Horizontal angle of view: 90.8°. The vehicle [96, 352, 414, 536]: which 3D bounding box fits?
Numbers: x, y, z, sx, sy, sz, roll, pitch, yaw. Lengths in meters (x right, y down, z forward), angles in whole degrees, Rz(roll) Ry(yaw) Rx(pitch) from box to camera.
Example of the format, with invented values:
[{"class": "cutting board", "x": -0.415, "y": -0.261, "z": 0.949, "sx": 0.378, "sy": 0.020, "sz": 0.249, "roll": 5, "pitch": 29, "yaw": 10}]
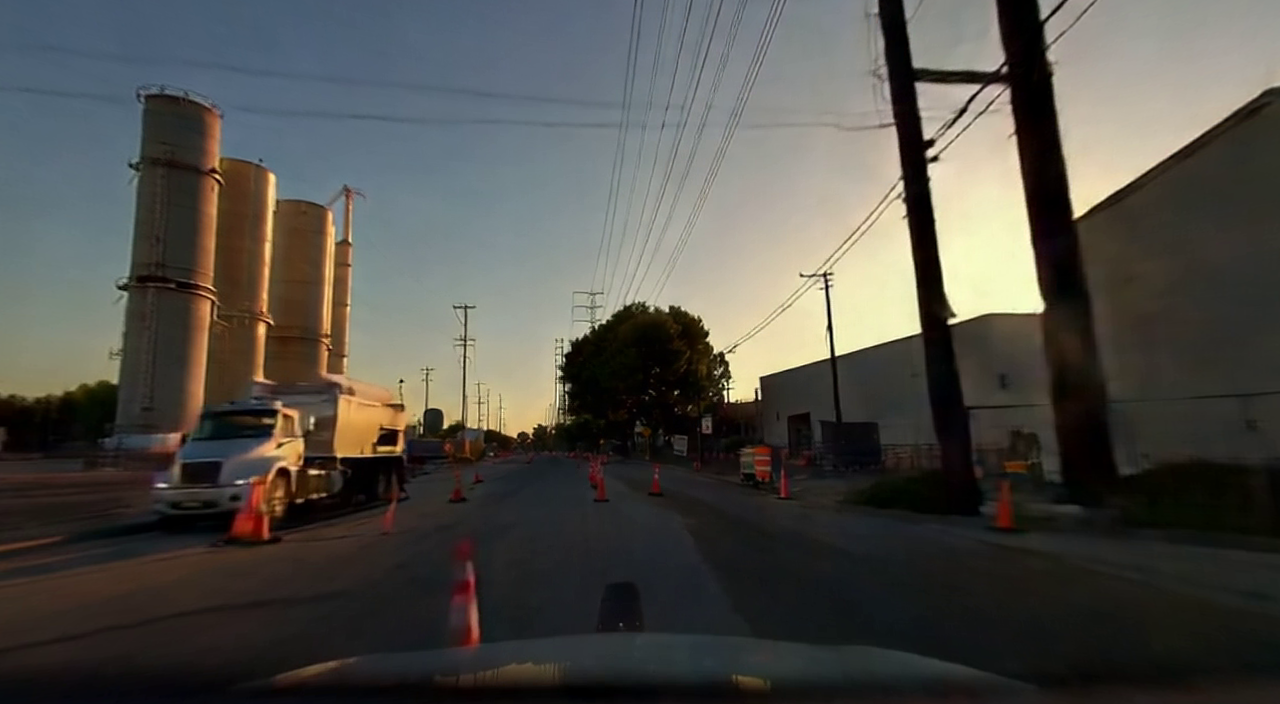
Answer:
[{"class": "vehicle", "x": -8.204, "y": 2.216, "z": 15.198, "sx": 2.991, "sy": 3.173, "sz": 7.929, "roll": -1, "pitch": -9, "yaw": -3}]
